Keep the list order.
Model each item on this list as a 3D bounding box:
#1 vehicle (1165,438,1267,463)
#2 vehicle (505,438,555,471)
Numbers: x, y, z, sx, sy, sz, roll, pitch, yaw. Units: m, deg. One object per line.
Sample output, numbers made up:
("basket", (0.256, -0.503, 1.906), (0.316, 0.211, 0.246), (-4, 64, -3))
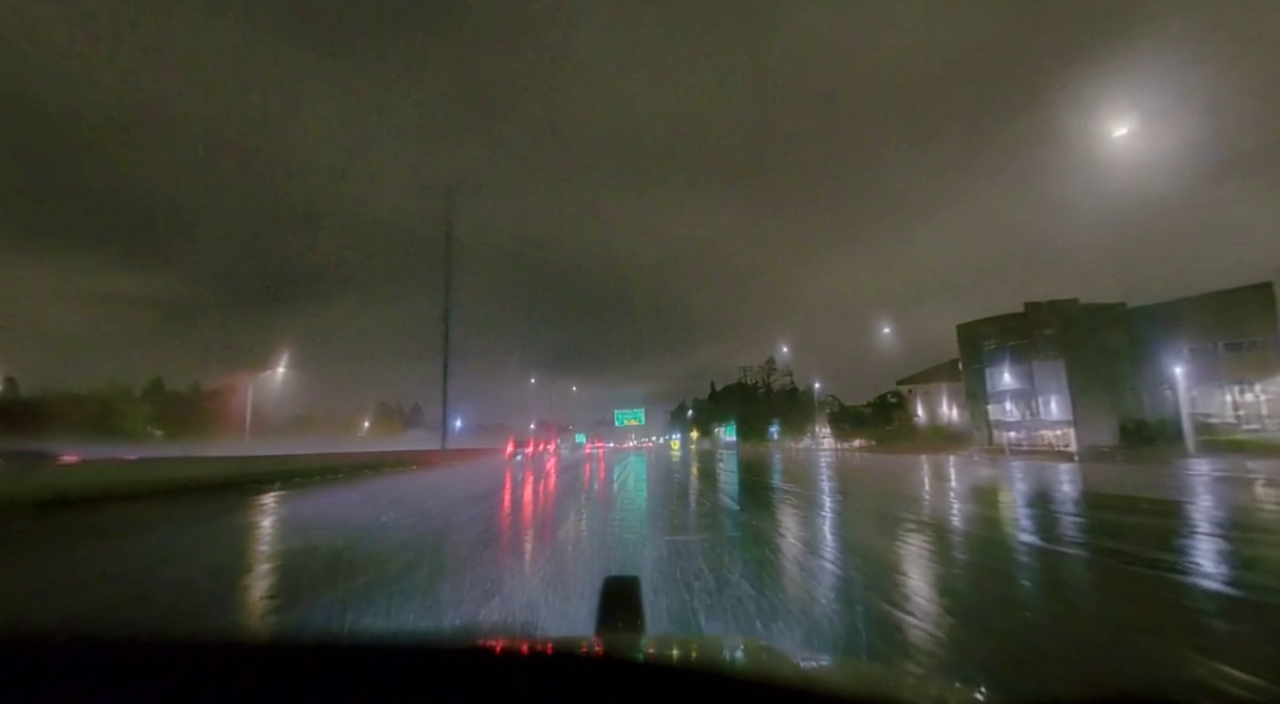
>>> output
("vehicle", (38.083, 6.510, 41.887), (1.813, 1.580, 4.571), (5, -10, -31))
("vehicle", (-6.281, 5.882, 36.668), (2.015, 1.762, 4.790), (0, -8, 0))
